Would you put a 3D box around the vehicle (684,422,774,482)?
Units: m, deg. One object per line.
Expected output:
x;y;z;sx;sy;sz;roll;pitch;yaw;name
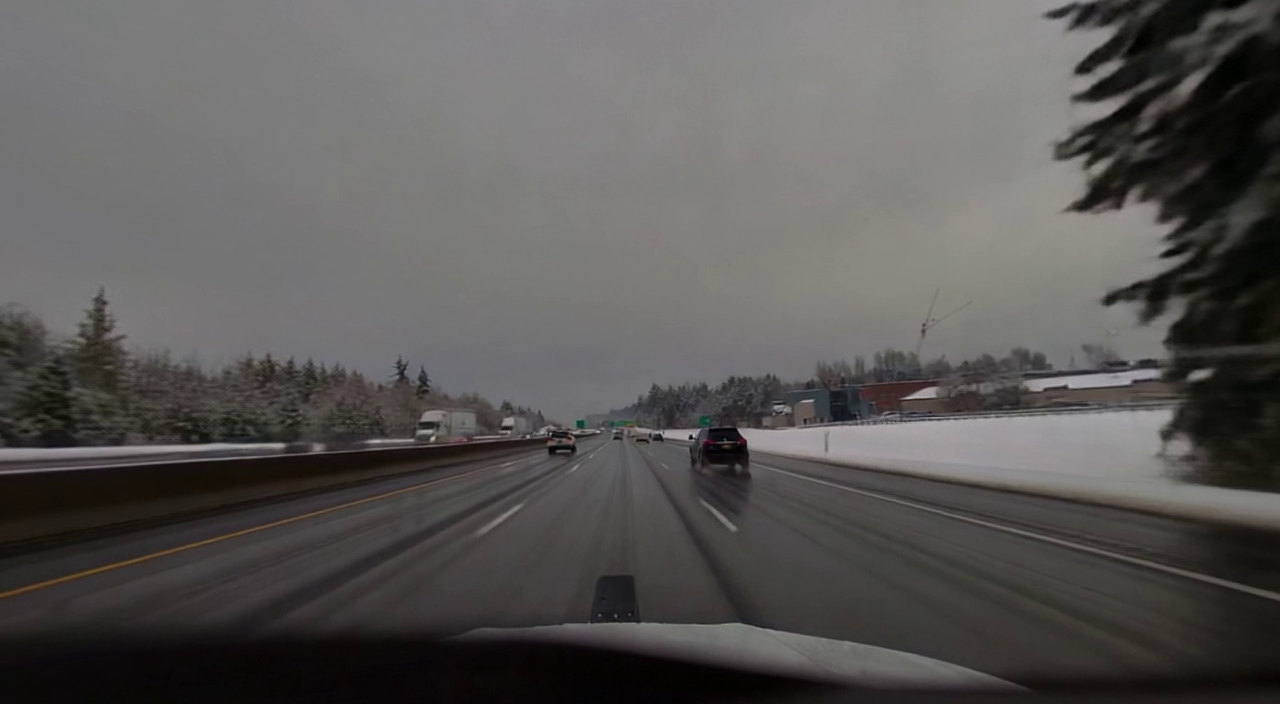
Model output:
2.626;3.084;19.738;2.022;1.637;4.229;0;-8;-3;vehicle

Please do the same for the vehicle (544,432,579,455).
-5.500;6.468;44.591;1.996;1.518;4.229;0;-8;-2;vehicle

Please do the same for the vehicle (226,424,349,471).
-12.997;3.560;23.623;2.089;1.570;4.470;0;-8;-2;vehicle
